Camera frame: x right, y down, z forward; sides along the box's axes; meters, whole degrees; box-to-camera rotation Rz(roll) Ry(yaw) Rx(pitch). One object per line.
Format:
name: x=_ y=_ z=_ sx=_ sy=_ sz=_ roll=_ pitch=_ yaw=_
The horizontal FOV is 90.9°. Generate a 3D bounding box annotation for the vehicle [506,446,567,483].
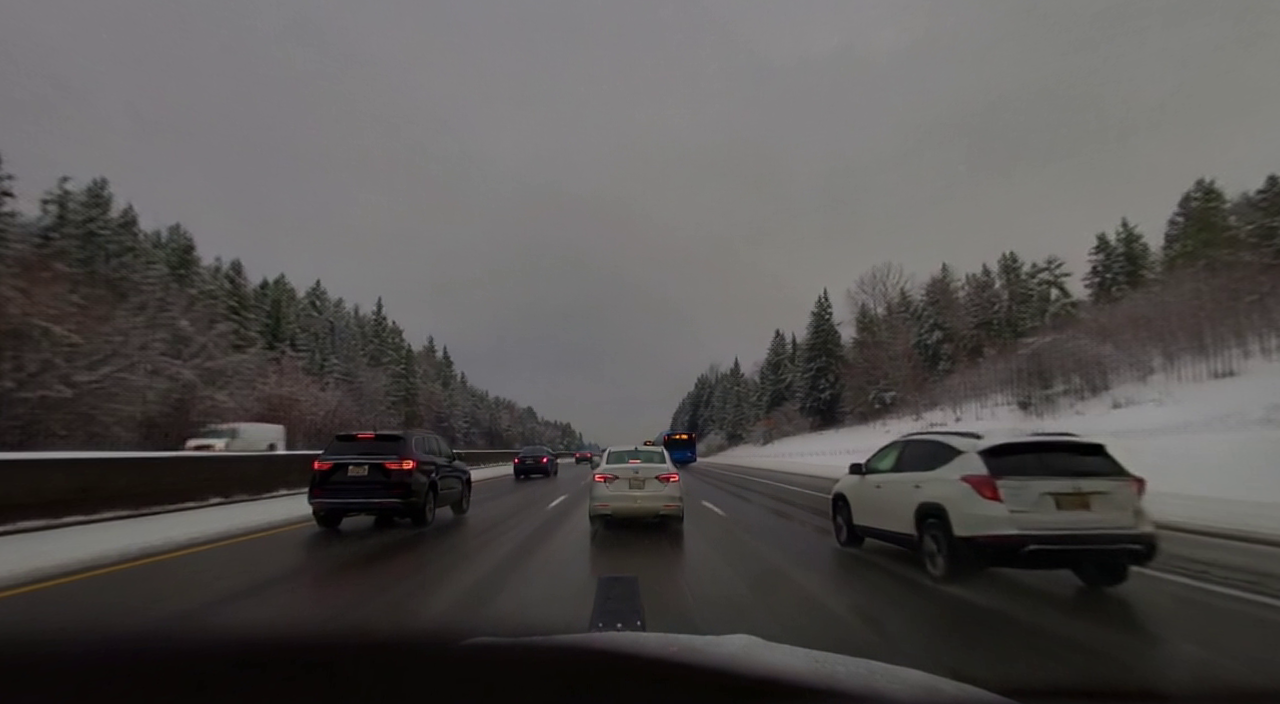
vehicle: x=-4.484 y=4.932 z=27.888 sx=2.122 sy=1.491 sz=3.800 roll=0 pitch=-9 yaw=-1

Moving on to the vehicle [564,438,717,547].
vehicle: x=-0.058 y=2.279 z=10.893 sx=2.120 sy=1.478 sz=4.179 roll=0 pitch=-9 yaw=-2

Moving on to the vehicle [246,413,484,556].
vehicle: x=-3.835 y=1.916 z=9.725 sx=1.830 sy=1.703 sz=4.142 roll=0 pitch=-9 yaw=-1

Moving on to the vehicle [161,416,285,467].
vehicle: x=-17.351 y=3.805 z=26.586 sx=2.088 sy=1.974 sz=4.664 roll=0 pitch=-9 yaw=-2

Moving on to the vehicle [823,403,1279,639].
vehicle: x=3.649 y=1.544 z=6.731 sx=1.996 sy=1.688 sz=4.207 roll=0 pitch=-9 yaw=-2
